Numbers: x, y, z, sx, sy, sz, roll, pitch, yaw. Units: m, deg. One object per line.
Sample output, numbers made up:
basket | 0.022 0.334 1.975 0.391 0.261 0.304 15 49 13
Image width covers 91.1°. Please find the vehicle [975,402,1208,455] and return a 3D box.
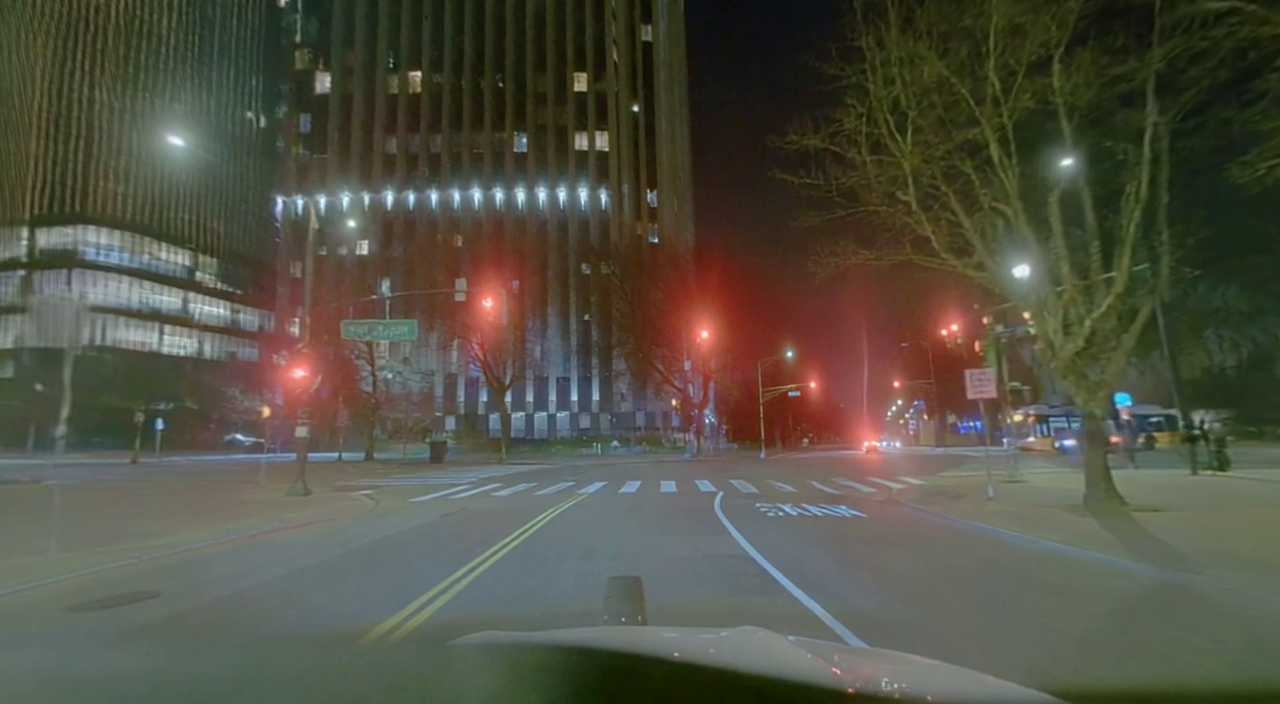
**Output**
vehicle | 29.323 5.063 41.206 12.822 3.296 3.033 0 -9 0
